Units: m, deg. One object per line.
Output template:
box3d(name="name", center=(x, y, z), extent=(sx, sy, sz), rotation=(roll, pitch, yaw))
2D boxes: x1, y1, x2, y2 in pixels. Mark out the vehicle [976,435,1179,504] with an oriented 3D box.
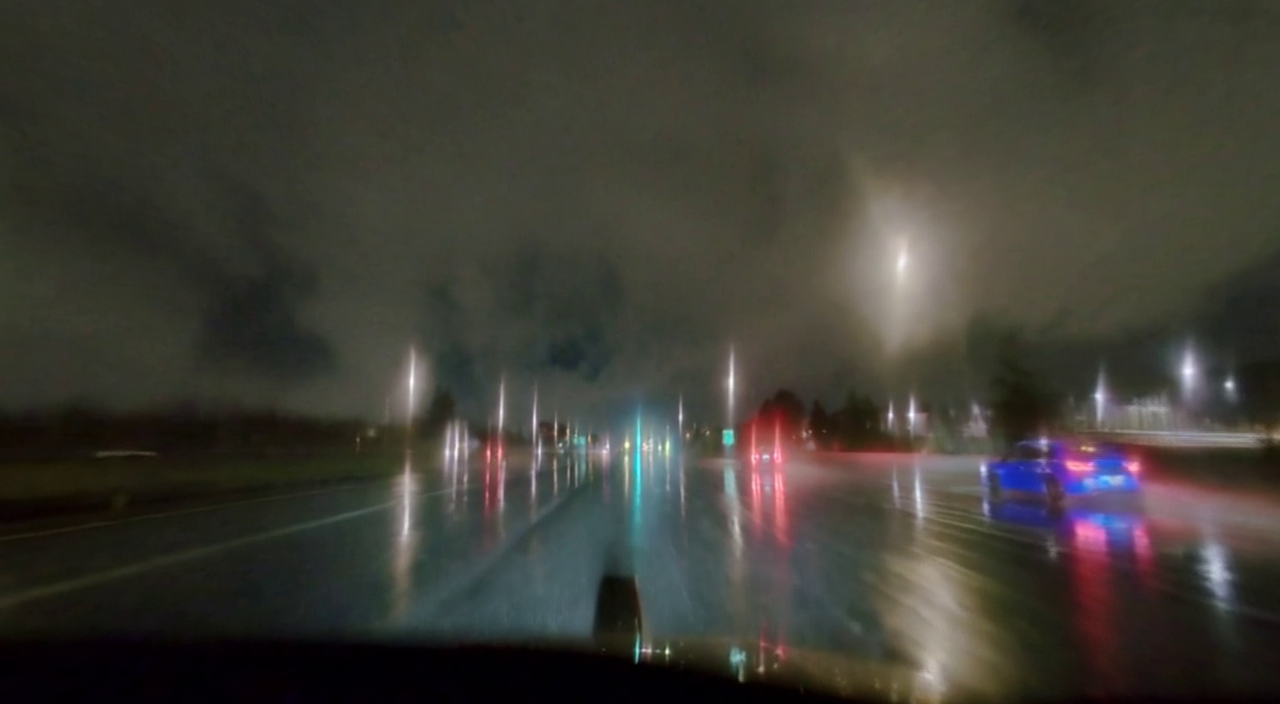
box3d(name="vehicle", center=(10.958, 2.954, 16.362), extent=(1.985, 1.493, 4.486), rotation=(0, -8, -1))
